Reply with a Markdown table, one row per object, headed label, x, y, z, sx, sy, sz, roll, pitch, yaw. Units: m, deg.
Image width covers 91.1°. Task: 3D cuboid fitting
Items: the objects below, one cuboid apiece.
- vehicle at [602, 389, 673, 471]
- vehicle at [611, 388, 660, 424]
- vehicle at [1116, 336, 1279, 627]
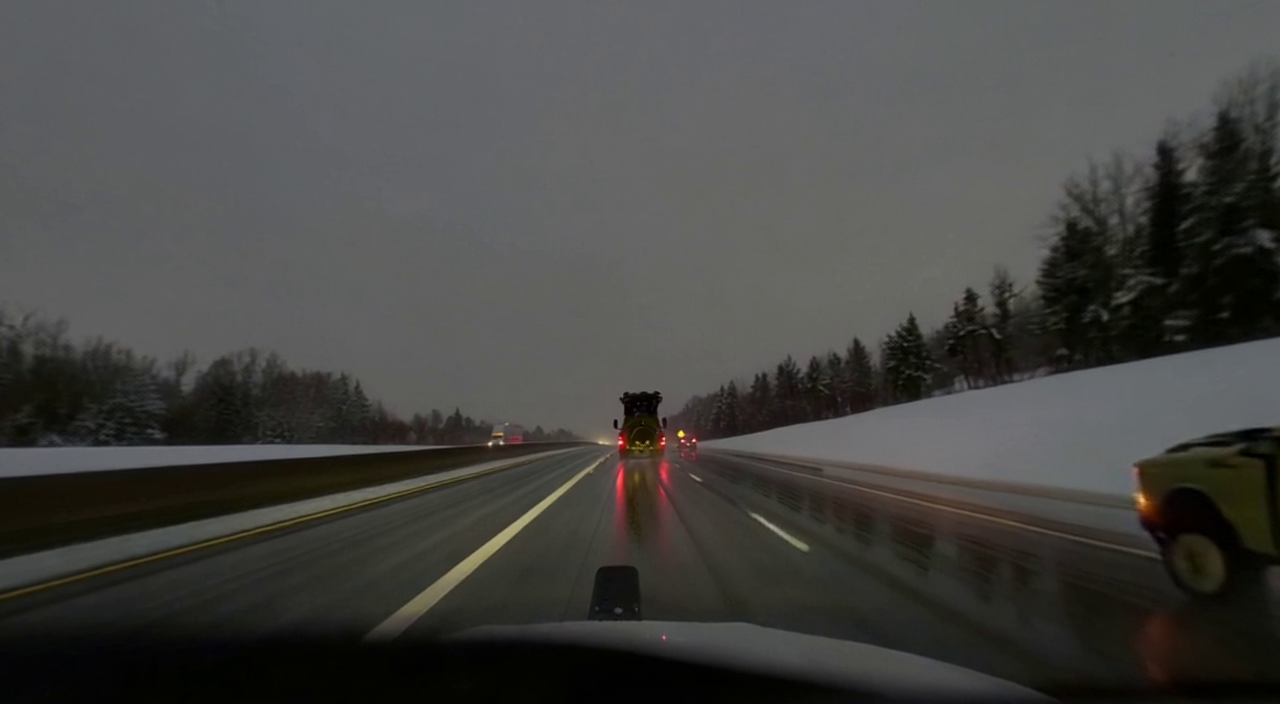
| label | x | y | z | sx | sy | sz | roll | pitch | yaw |
| --- | --- | --- | --- | --- | --- | --- | --- | --- | --- |
| vehicle | -0.296 | 4.068 | 33.059 | 2.953 | 3.406 | 13.372 | 0 | -7 | -2 |
| vehicle | -0.200 | 2.534 | 28.926 | 2.112 | 1.472 | 4.240 | 0 | -8 | 0 |
| vehicle | 5.115 | 0.677 | 2.932 | 2.091 | 1.829 | 4.625 | 0 | -8 | -1 |
